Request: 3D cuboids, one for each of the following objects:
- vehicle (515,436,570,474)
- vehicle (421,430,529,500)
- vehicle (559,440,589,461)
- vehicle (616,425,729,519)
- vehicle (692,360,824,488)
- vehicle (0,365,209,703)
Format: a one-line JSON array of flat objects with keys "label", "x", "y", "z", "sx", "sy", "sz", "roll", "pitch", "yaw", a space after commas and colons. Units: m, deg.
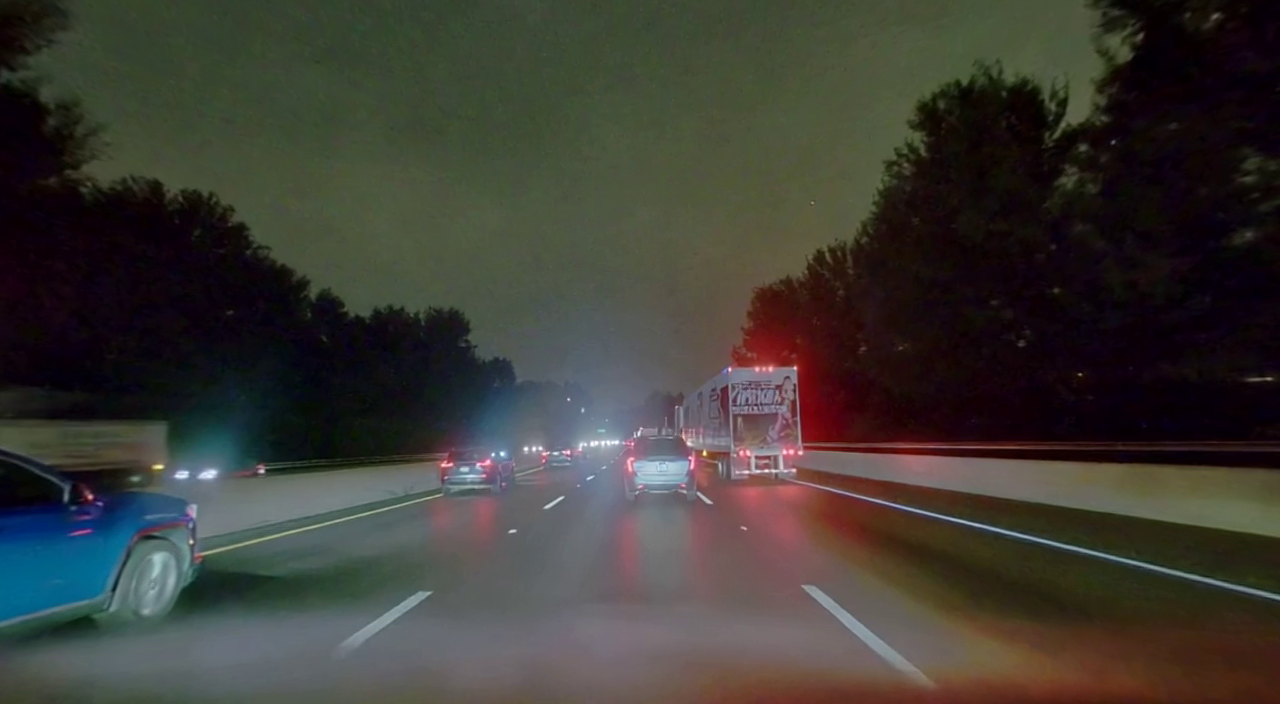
[{"label": "vehicle", "x": -4.694, "y": 5.013, "z": 30.896, "sx": 2.014, "sy": 1.683, "sz": 4.275, "roll": 0, "pitch": -8, "yaw": -1}, {"label": "vehicle", "x": -4.296, "y": 2.987, "z": 17.037, "sx": 1.905, "sy": 1.642, "sz": 3.803, "roll": 0, "pitch": -8, "yaw": 0}, {"label": "vehicle", "x": -5.103, "y": 7.660, "z": 48.979, "sx": 1.950, "sy": 1.535, "sz": 4.237, "roll": 0, "pitch": -8, "yaw": -1}, {"label": "vehicle", "x": 0.585, "y": 2.408, "z": 13.106, "sx": 2.017, "sy": 1.662, "sz": 3.543, "roll": 0, "pitch": -8, "yaw": 0}, {"label": "vehicle", "x": 4.339, "y": 3.294, "z": 27.271, "sx": 2.828, "sy": 4.081, "sz": 14.220, "roll": 0, "pitch": -8, "yaw": -1}, {"label": "vehicle", "x": -4.048, "y": 0.781, "z": 2.156, "sx": 1.983, "sy": 1.666, "sz": 4.452, "roll": 0, "pitch": -8, "yaw": 0}]
